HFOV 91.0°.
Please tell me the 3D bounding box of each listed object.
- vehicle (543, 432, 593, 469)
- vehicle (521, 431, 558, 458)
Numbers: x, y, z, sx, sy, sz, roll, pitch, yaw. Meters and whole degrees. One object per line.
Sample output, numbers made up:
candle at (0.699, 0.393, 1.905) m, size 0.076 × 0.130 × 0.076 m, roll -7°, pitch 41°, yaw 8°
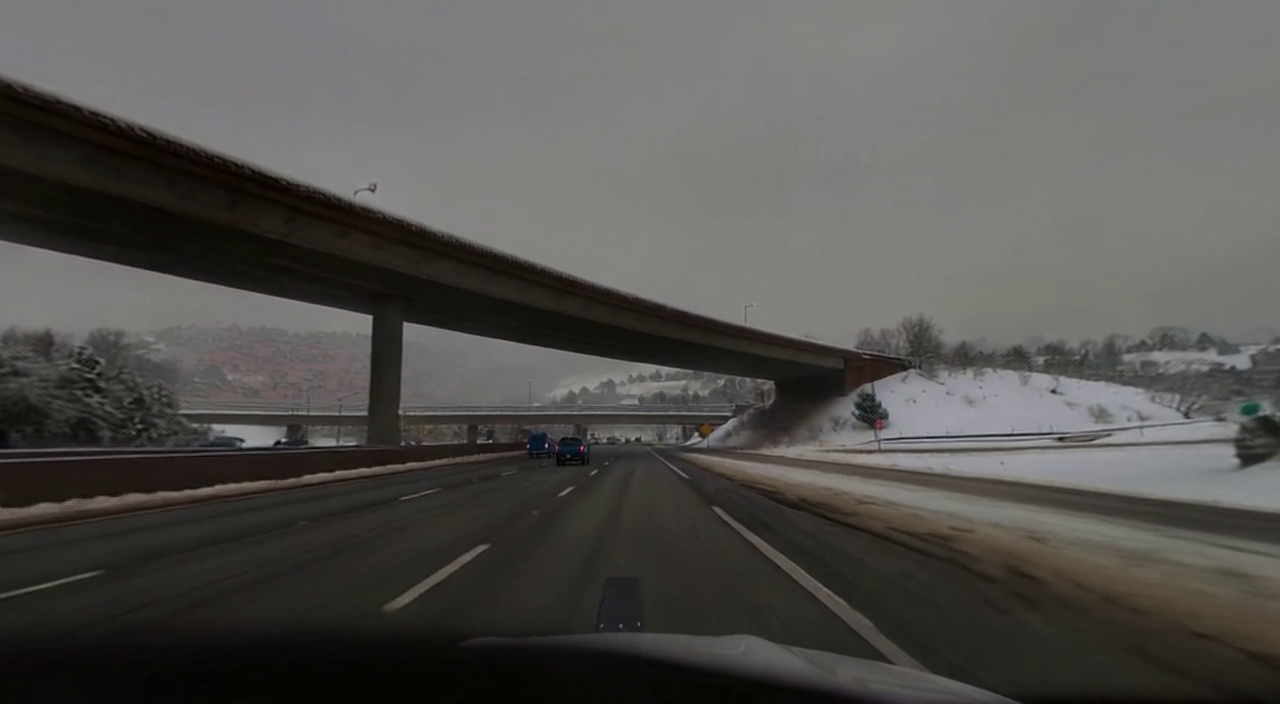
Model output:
vehicle at (-3.864, 5.416, 34.746) m, size 2.144 × 1.847 × 4.850 m, roll 0°, pitch -8°, yaw 1°
vehicle at (-7.779, 7.258, 49.237) m, size 2.132 × 1.984 × 4.639 m, roll 0°, pitch -9°, yaw 0°
